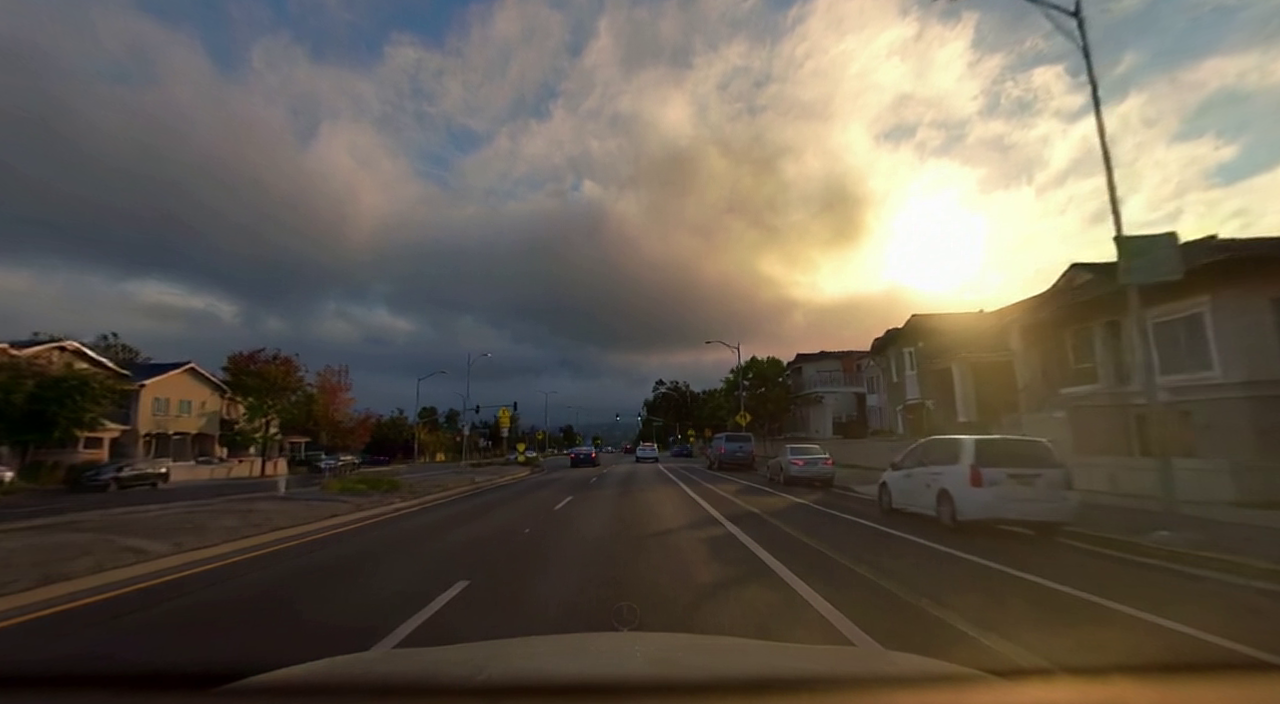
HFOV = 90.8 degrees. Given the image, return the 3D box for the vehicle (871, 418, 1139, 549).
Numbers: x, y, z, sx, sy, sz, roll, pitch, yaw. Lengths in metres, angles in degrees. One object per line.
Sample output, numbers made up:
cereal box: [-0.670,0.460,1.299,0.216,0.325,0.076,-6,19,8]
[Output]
vehicle: [5.803,2.139,10.932,2.020,1.762,4.559,0,-9,2]

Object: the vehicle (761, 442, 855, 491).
vehicle: [5.776,3.979,22.311,1.910,1.520,4.375,0,-9,-3]

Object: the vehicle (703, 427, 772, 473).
vehicle: [5.455,5.686,36.799,2.763,2.329,7.864,-1,-9,0]

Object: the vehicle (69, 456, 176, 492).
vehicle: [-25.603,6.026,31.453,1.794,1.595,4.123,0,-9,0]

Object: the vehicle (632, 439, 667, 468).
vehicle: [0.608,7.072,44.178,2.273,1.851,5.075,0,-9,-1]

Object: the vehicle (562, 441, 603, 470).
vehicle: [-3.712,6.787,41.460,2.233,1.775,4.491,0,-9,1]
